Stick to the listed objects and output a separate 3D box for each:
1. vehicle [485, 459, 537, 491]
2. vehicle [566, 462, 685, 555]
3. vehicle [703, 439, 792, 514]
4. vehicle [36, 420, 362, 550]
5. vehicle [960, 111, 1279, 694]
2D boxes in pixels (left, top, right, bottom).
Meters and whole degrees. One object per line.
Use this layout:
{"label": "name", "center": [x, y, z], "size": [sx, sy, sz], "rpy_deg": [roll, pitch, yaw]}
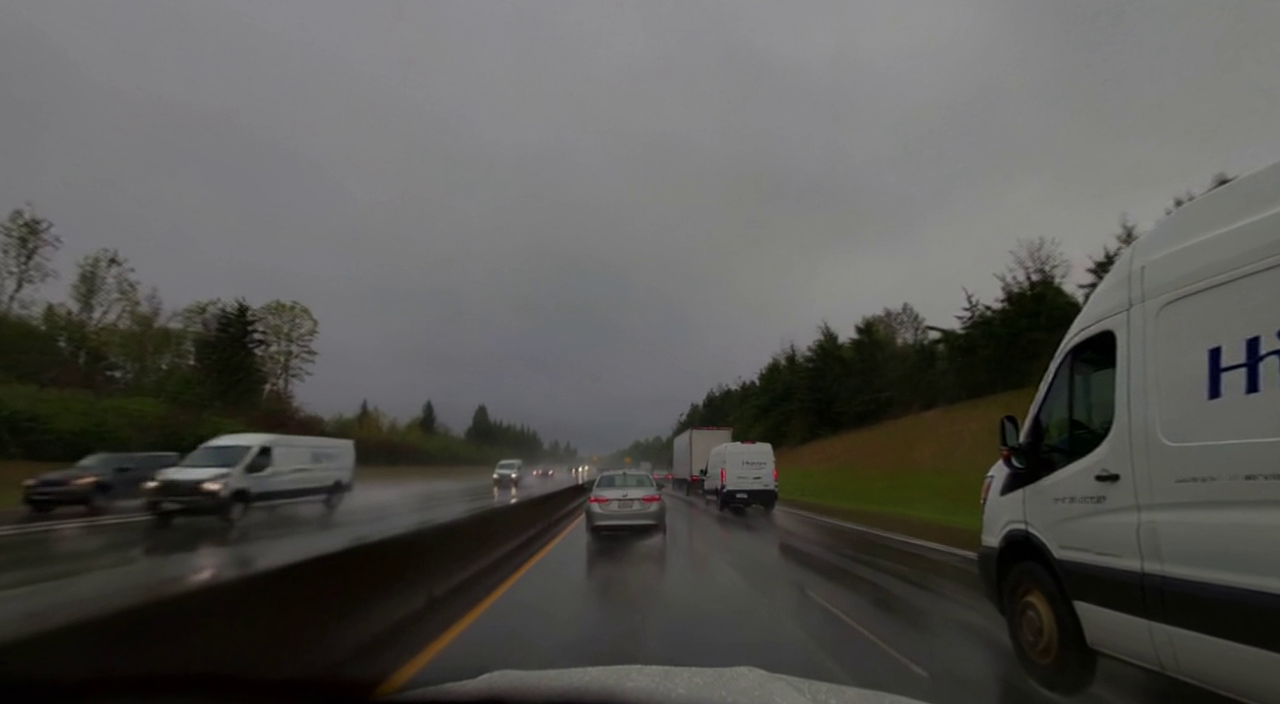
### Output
{"label": "vehicle", "center": [-7.008, 6.770, 34.717], "size": [2.012, 1.601, 4.042], "rpy_deg": [1, -11, 0]}
{"label": "vehicle", "center": [-0.255, 2.924, 12.228], "size": [1.980, 1.493, 3.410], "rpy_deg": [1, -11, -1]}
{"label": "vehicle", "center": [3.995, 4.810, 24.570], "size": [2.328, 2.537, 5.290], "rpy_deg": [1, -11, -2]}
{"label": "vehicle", "center": [-6.641, 2.114, 10.345], "size": [2.069, 1.628, 4.479], "rpy_deg": [1, -11, 0]}
{"label": "vehicle", "center": [5.602, 0.194, 3.342], "size": [2.890, 3.726, 9.269], "rpy_deg": [0, -11, 0]}
